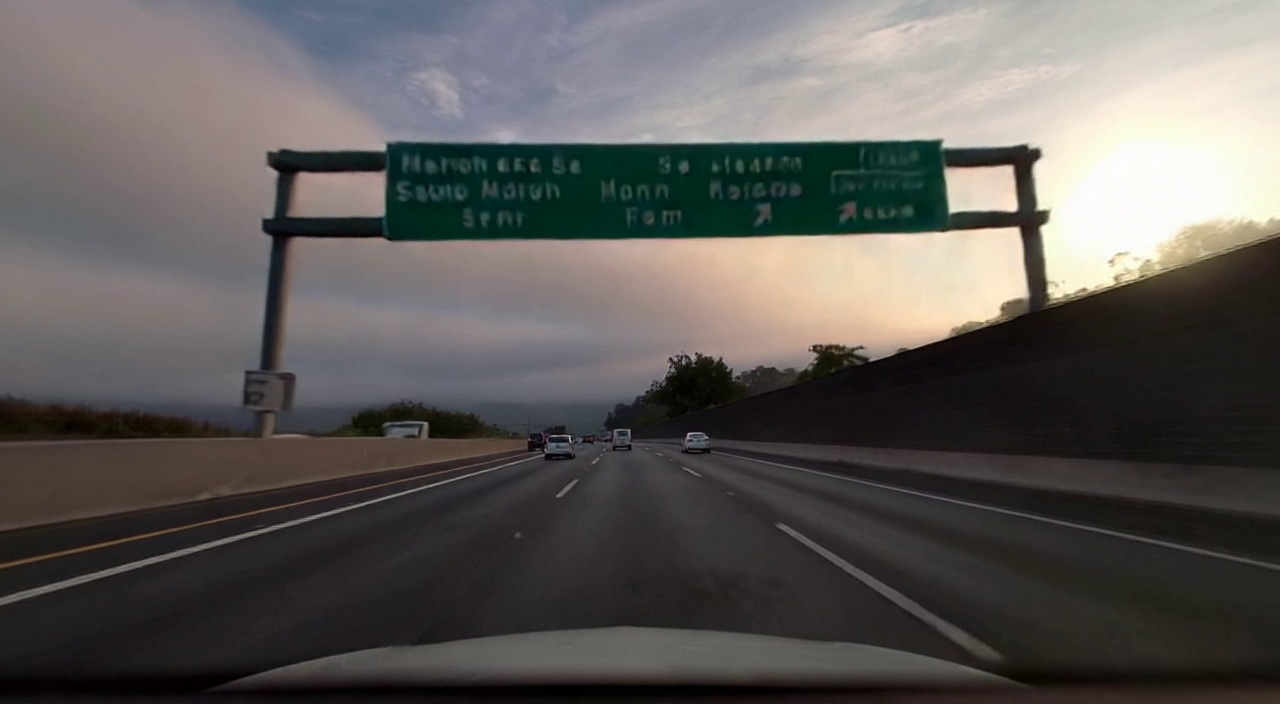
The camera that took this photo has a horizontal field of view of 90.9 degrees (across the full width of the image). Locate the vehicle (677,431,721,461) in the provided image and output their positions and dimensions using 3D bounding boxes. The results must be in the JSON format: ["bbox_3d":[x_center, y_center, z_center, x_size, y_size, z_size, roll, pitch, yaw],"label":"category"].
[{"bbox_3d":[3.047,4.893,33.133,1.806,1.469,3.681,0,-8,-2],"label":"vehicle"}]

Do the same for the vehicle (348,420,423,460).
[{"bbox_3d":[-15.582,5.431,38.978,2.370,2.302,5.407,0,-8,-1],"label":"vehicle"}]

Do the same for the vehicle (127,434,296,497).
[{"bbox_3d":[-11.274,2.960,16.980,1.761,1.495,4.028,0,-8,-1],"label":"vehicle"}]

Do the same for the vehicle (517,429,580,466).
[{"bbox_3d":[-4.009,4.241,28.227,2.204,1.486,4.121,0,-8,0],"label":"vehicle"}]
